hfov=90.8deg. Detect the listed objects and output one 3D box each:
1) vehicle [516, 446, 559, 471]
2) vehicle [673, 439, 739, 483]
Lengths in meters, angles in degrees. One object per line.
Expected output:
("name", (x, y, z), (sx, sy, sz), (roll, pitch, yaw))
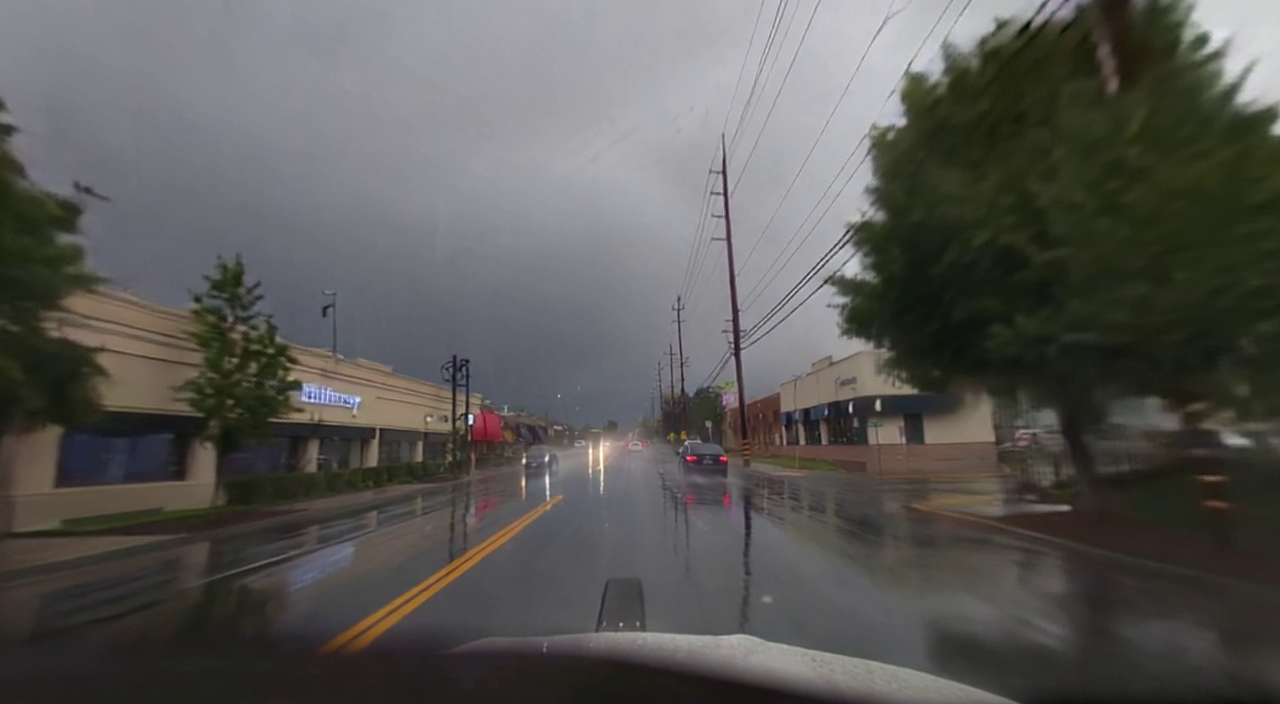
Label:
("vehicle", (-6.472, 6.769, 40.385), (2.069, 1.490, 4.254), (0, -9, 0))
("vehicle", (2.360, 4.018, 23.588), (1.975, 1.497, 3.647), (0, -9, -2))
